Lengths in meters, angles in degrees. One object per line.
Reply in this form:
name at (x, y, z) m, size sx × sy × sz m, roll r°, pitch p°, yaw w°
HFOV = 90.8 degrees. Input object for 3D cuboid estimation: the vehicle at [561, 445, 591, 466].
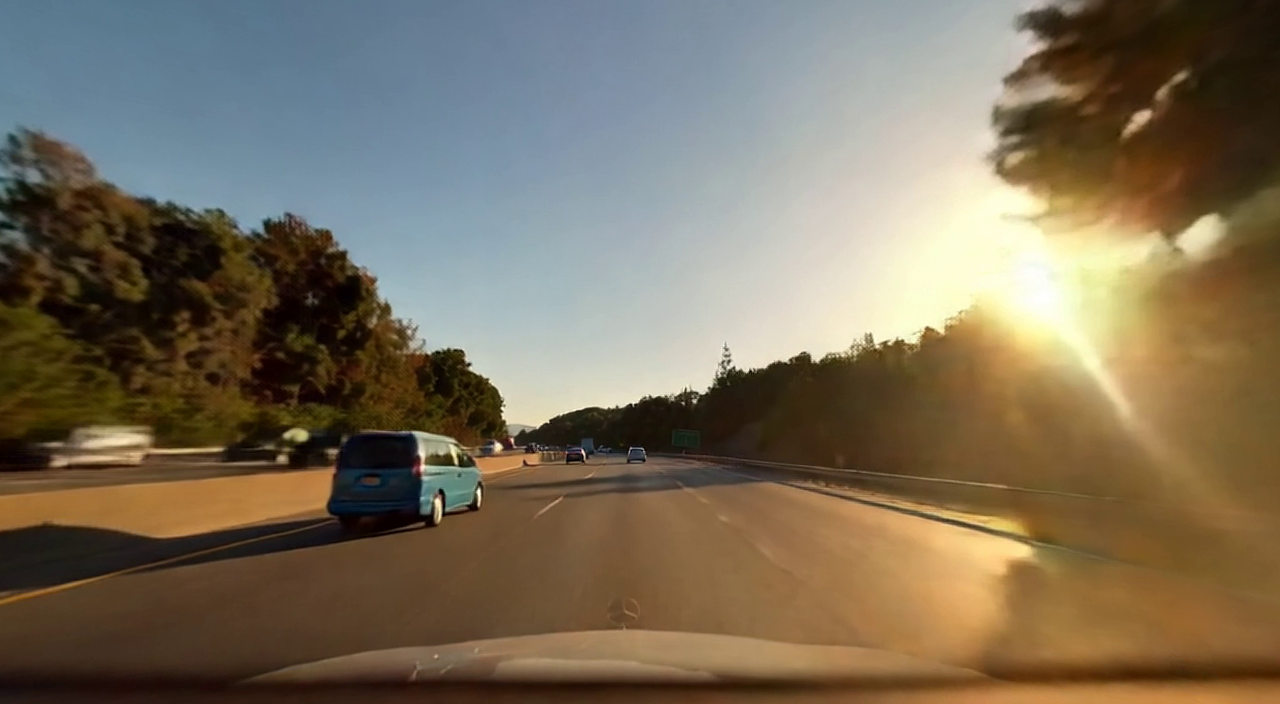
vehicle at (-4.982, 8.126, 49.735) m, size 2.054 × 1.500 × 4.469 m, roll 0°, pitch -9°, yaw -2°

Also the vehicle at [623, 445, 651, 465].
vehicle at (-0.255, 7.912, 48.484) m, size 2.008 × 1.499 × 3.192 m, roll 0°, pitch -9°, yaw -3°

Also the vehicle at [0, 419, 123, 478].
vehicle at (-17.455, 2.724, 17.836) m, size 1.846 × 1.488 × 4.503 m, roll 0°, pitch -9°, yaw -1°

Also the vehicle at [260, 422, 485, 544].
vehicle at (-4.230, 2.128, 10.880) m, size 2.088 × 1.675 × 4.108 m, roll 0°, pitch -9°, yaw -1°
